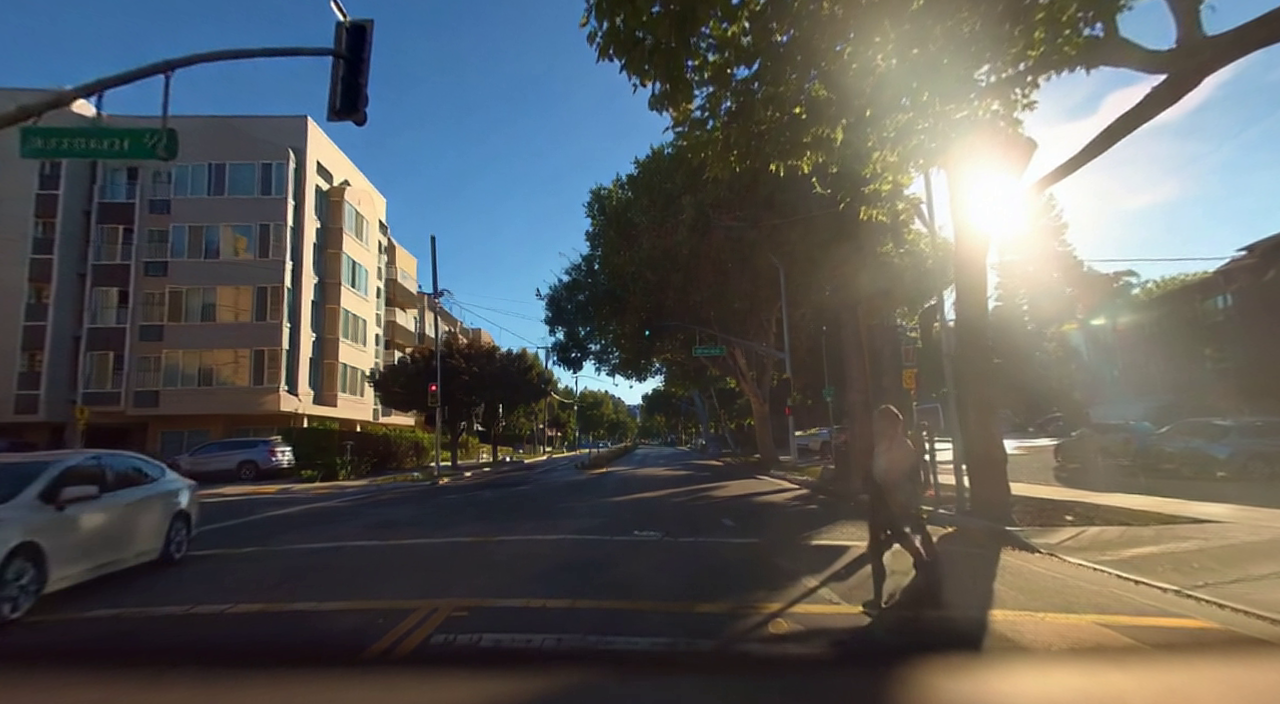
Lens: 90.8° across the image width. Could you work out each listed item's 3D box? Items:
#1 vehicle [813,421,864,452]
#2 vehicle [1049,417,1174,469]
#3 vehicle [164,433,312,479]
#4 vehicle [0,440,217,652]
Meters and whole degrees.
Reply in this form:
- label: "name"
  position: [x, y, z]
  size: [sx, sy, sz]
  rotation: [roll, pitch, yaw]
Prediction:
- label: "vehicle"
  position: [11.519, 4.981, 36.953]
  size: [1.950, 1.714, 4.245]
  rotation: [-1, -9, 5]
- label: "vehicle"
  position: [17.109, 3.367, 23.227]
  size: [2.013, 1.722, 4.007]
  rotation: [-2, -9, 11]
- label: "vehicle"
  position: [-19.039, 4.920, 30.142]
  size: [5.468, 1.854, 2.283]
  rotation: [-2, -8, -3]
- label: "vehicle"
  position: [-5.871, 1.665, 6.033]
  size: [1.945, 1.424, 4.135]
  rotation: [-3, -8, -17]
